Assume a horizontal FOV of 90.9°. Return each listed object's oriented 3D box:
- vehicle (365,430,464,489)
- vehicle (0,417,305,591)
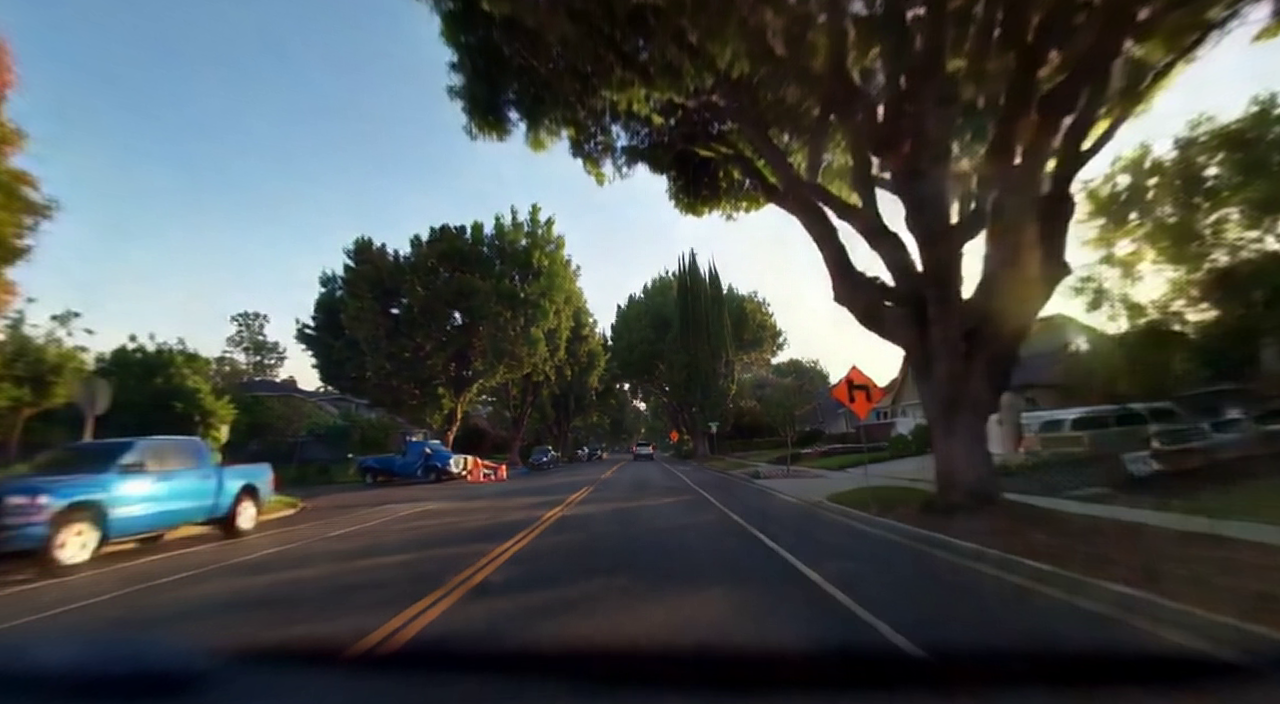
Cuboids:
[{"bbox_3d":[-10.618,5.052,29.867,4.120,2.628,2.064,3,-9,-18],"label":"vehicle"},{"bbox_3d":[-8.319,2.277,10.524,2.375,2.016,5.936,-4,-7,-1],"label":"vehicle"}]
